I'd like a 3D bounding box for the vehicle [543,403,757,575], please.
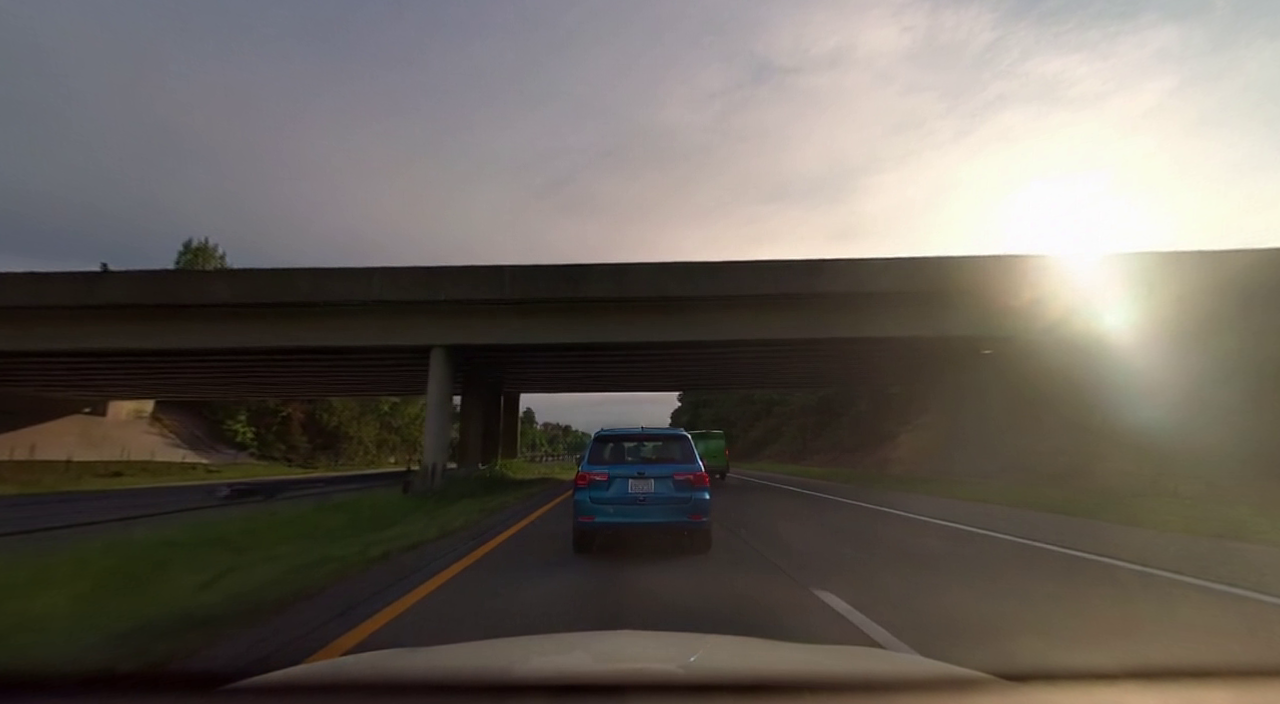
[{"bbox_3d":[0.111,1.783,8.864,2.288,1.823,4.059,0,-9,0],"label":"vehicle"}]
